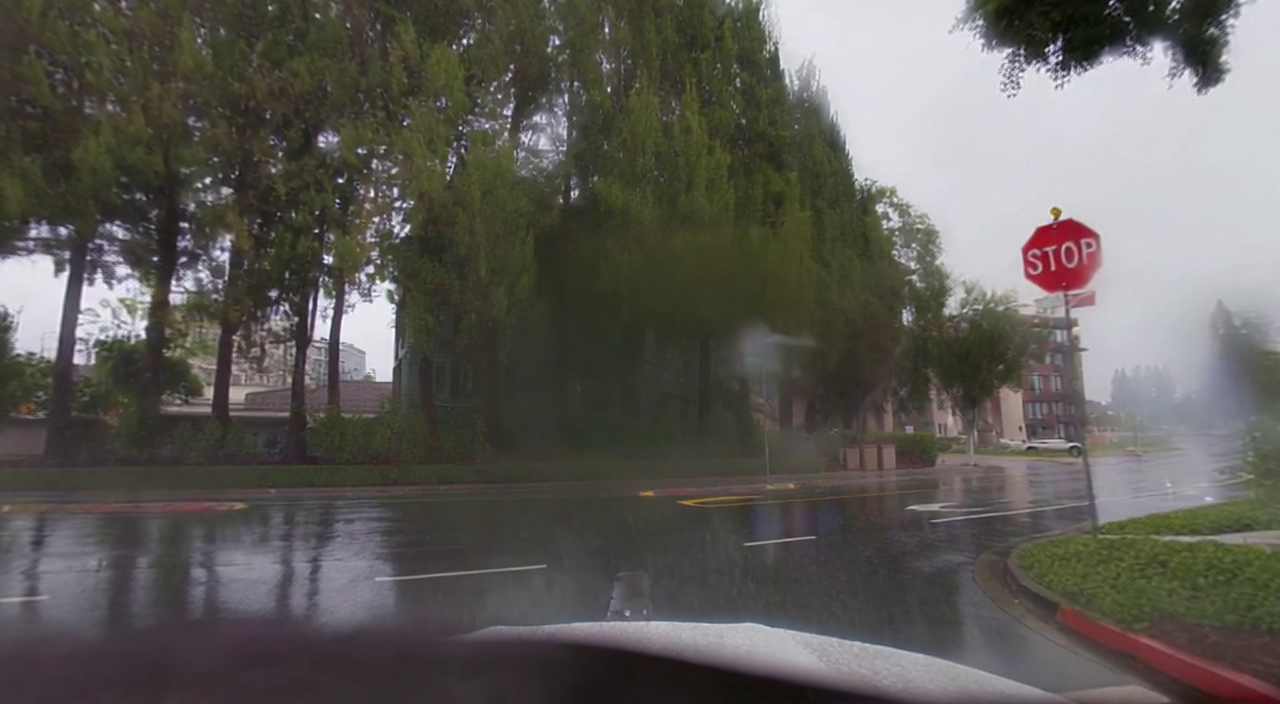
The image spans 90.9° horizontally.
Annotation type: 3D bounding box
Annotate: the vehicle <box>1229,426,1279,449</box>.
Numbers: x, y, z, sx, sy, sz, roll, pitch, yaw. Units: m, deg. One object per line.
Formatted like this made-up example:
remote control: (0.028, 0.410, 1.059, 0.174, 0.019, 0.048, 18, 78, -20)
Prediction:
vehicle: (41.820, 5.802, 42.520, 4.473, 1.474, 2.108, 6, -10, -37)
